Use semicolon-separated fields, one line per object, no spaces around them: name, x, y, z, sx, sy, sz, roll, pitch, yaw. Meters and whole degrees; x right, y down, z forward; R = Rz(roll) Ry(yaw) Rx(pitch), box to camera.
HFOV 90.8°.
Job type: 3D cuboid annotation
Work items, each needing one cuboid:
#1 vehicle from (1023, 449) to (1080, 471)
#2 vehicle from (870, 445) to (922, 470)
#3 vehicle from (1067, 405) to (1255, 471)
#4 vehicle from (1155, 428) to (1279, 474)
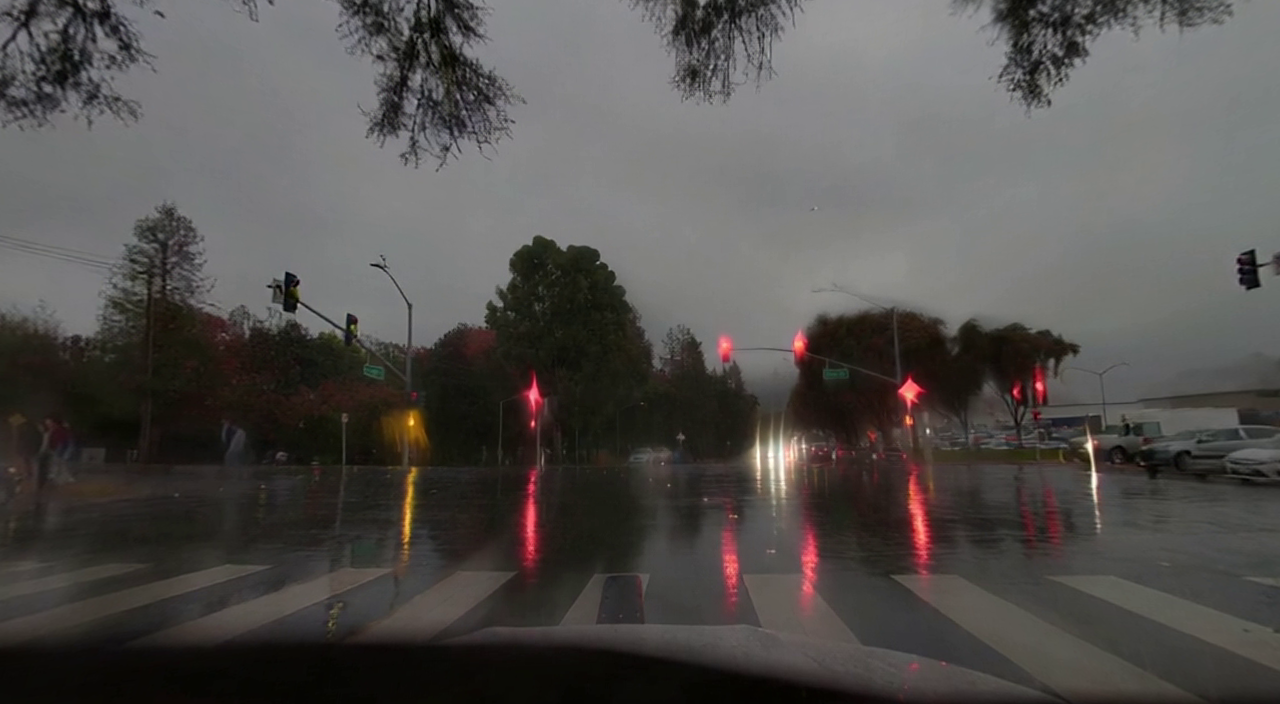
vehicle;27.711;7.242;42.689;1.589;1.405;3.633;-1;-9;4
vehicle;17.517;7.233;43.486;1.789;1.557;4.293;0;-9;0
vehicle;22.941;3.850;28.094;5.855;2.746;2.523;-1;-9;3
vehicle;20.995;3.398;21.725;4.740;1.464;1.876;-1;-9;3
